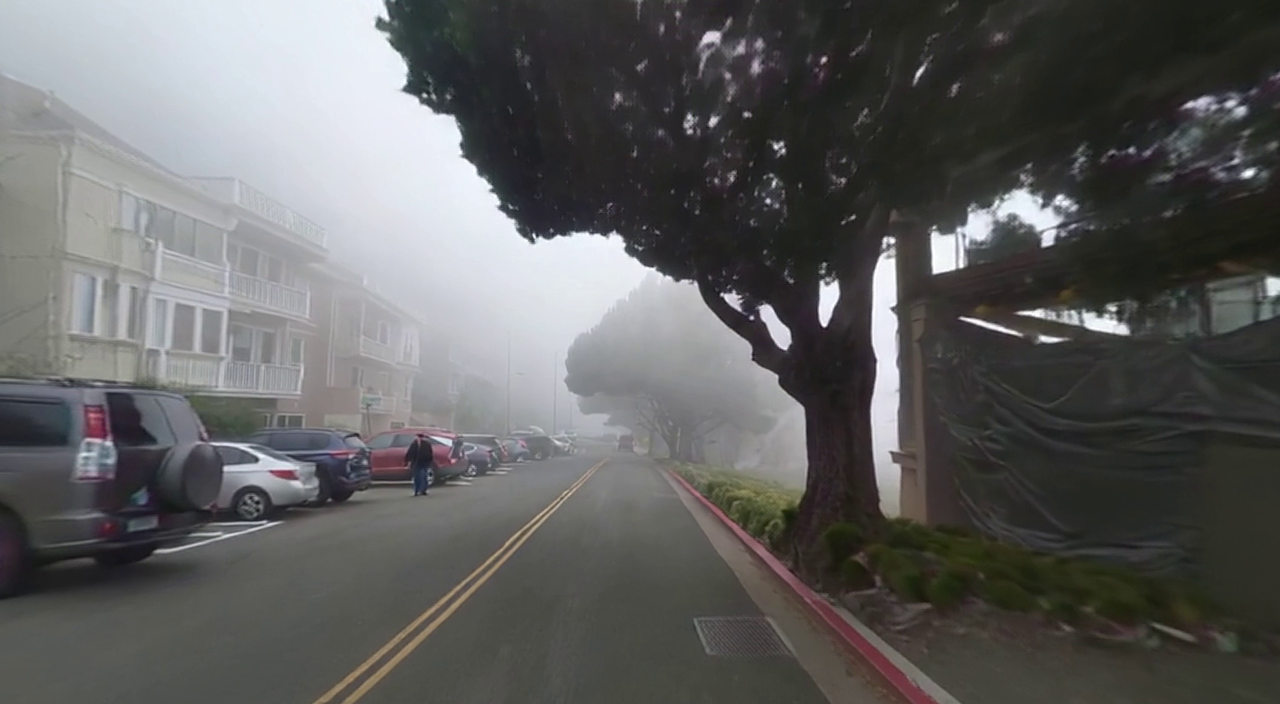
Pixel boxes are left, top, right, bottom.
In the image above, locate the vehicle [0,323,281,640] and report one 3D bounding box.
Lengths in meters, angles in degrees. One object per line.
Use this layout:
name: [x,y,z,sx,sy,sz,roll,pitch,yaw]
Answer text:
vehicle: [-7.117,1.155,6.152,5.592,2.439,2.515,0,-9,-1]
